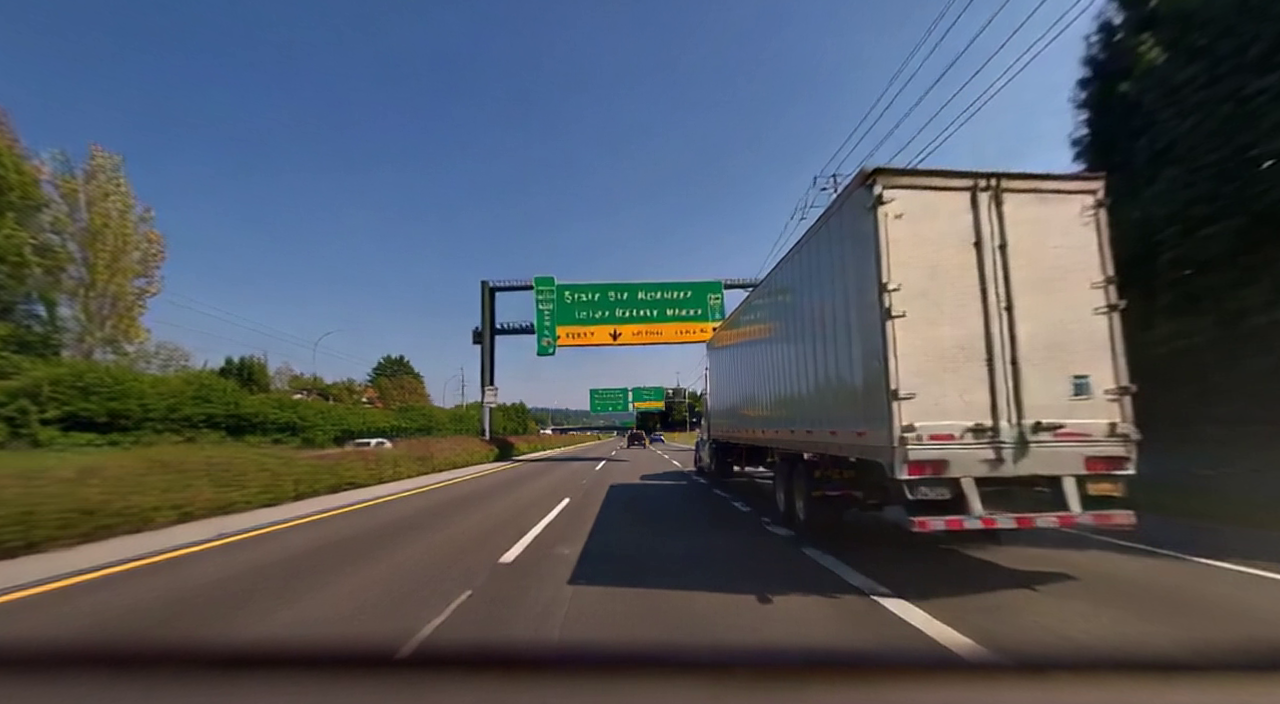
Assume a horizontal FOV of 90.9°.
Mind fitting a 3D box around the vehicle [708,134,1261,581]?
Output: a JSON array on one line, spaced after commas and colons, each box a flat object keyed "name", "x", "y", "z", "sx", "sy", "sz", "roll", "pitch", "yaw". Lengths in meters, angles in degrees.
[{"name": "vehicle", "x": 3.649, "y": 0.849, "z": 12.125, "sx": 2.944, "sy": 3.973, "sz": 13.227, "roll": 0, "pitch": -8, "yaw": -1}]

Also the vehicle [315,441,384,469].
[{"name": "vehicle", "x": -16.092, "y": 5.707, "z": 35.185, "sx": 1.812, "sy": 1.475, "sz": 4.361, "roll": 0, "pitch": -8, "yaw": -1}]
